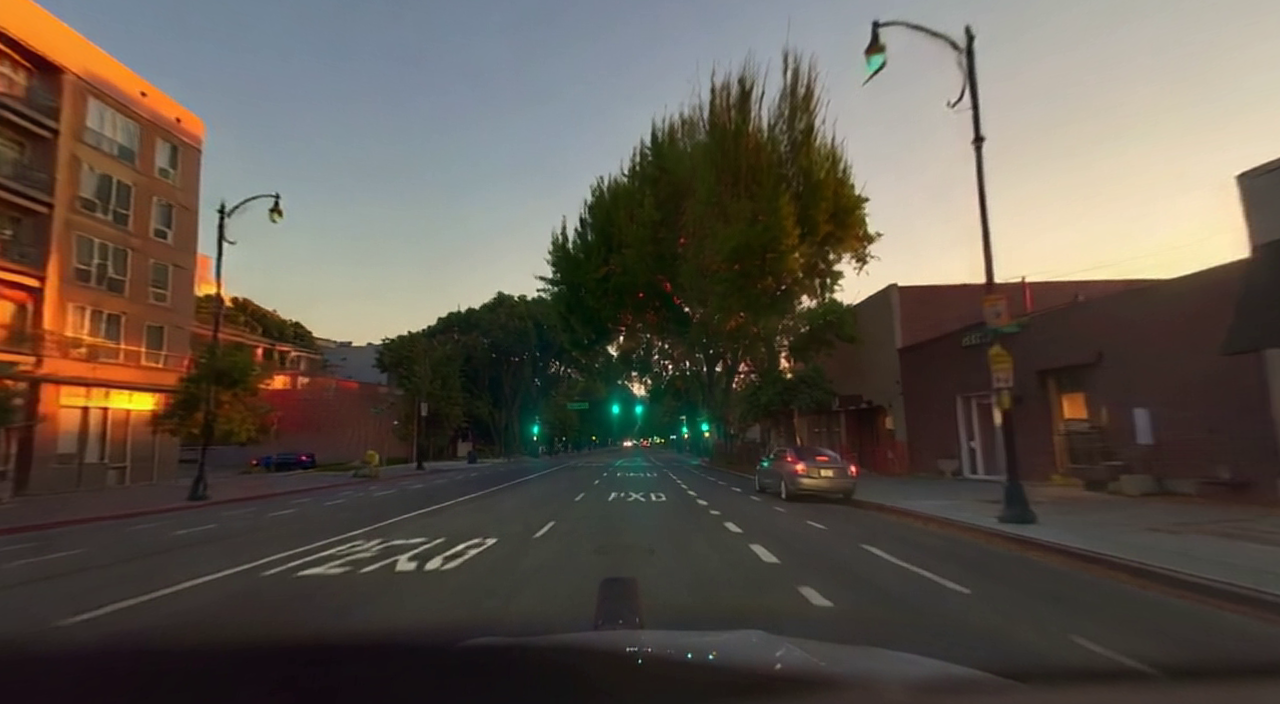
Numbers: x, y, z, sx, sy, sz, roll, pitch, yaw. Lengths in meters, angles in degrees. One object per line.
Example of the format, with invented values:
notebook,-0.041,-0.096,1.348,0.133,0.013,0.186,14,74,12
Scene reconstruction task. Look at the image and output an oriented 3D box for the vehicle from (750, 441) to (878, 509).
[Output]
vehicle,4.242,3.043,16.232,1.856,1.462,4.501,1,-8,-2
